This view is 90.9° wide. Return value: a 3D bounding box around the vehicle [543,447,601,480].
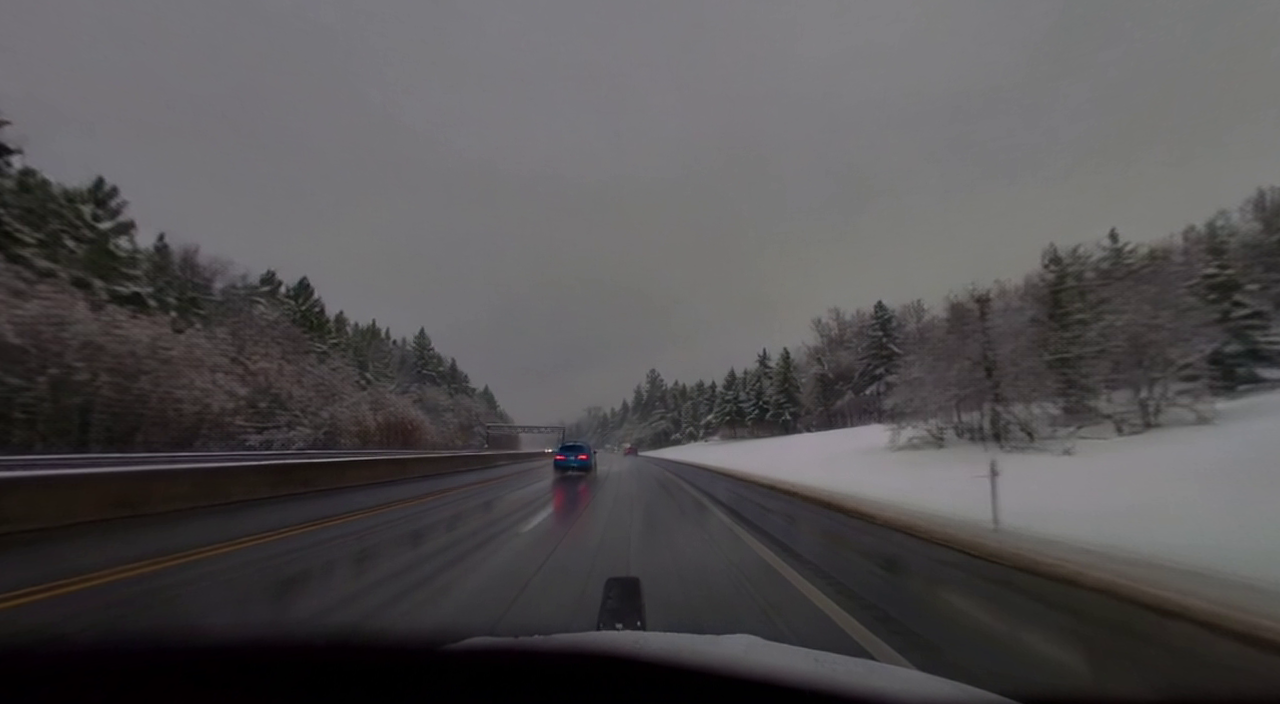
[{"bbox_3d":[-3.088,5.182,29.531,2.126,1.411,4.433,-1,-9,2],"label":"vehicle"}]
